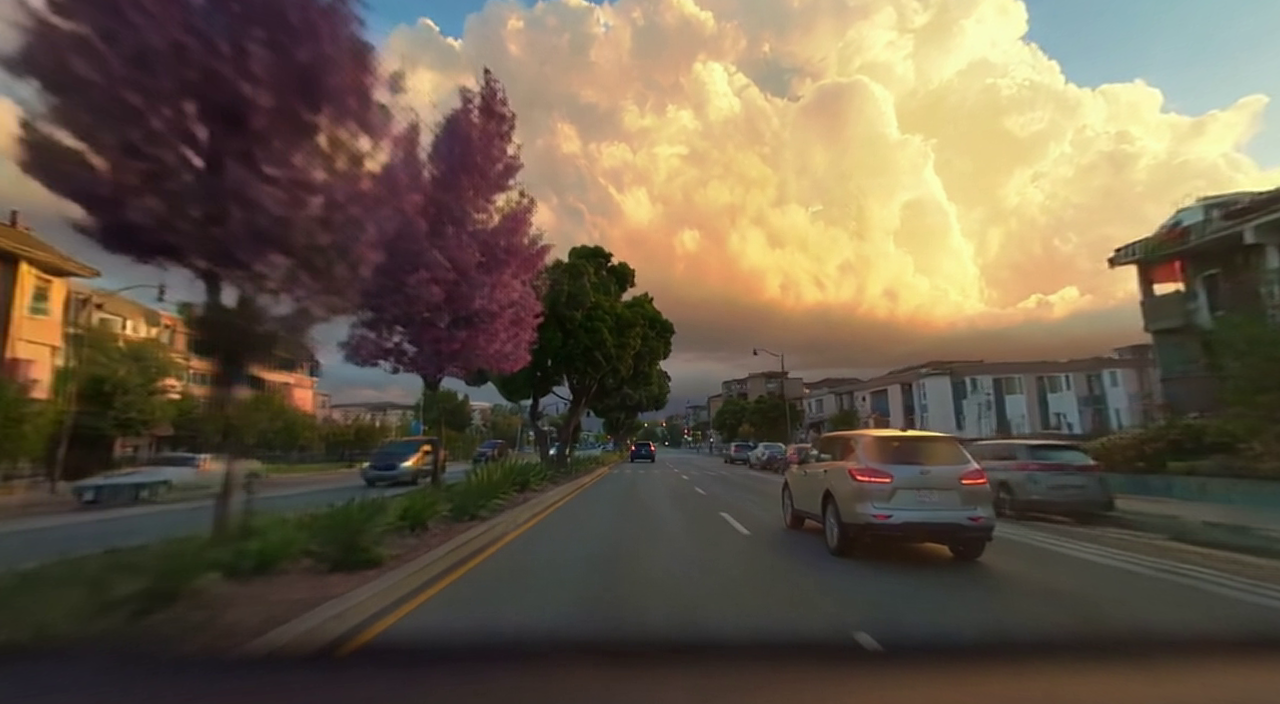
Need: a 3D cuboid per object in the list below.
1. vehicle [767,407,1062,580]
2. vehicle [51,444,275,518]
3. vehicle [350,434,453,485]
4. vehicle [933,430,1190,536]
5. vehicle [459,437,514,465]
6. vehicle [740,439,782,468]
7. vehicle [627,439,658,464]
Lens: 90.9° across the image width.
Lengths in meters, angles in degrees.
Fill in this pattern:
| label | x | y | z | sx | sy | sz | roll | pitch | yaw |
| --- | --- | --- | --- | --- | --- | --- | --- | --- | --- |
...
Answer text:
| label | x | y | z | sx | sy | sz | roll | pitch | yaw |
| --- | --- | --- | --- | --- | --- | --- | --- | --- | --- |
| vehicle | 3.277 | 1.781 | 8.795 | 2.071 | 1.747 | 4.549 | 0 | -8 | 0 |
| vehicle | -11.446 | 3.064 | 15.656 | 2.053 | 1.545 | 4.417 | 0 | -8 | 1 |
| vehicle | -8.517 | 3.868 | 23.010 | 2.042 | 1.654 | 4.504 | 0 | -8 | 0 |
| vehicle | 7.716 | 2.398 | 12.227 | 1.869 | 1.658 | 4.405 | 0 | -8 | 0 |
| vehicle | -10.934 | 7.111 | 45.403 | 2.502 | 1.881 | 5.953 | 0 | -8 | 0 |
| vehicle | 7.802 | 6.568 | 40.950 | 1.895 | 1.799 | 4.265 | 0 | -8 | 0 |
| vehicle | 0.221 | 7.563 | 47.937 | 2.244 | 1.813 | 4.129 | 0 | -8 | 1 |
